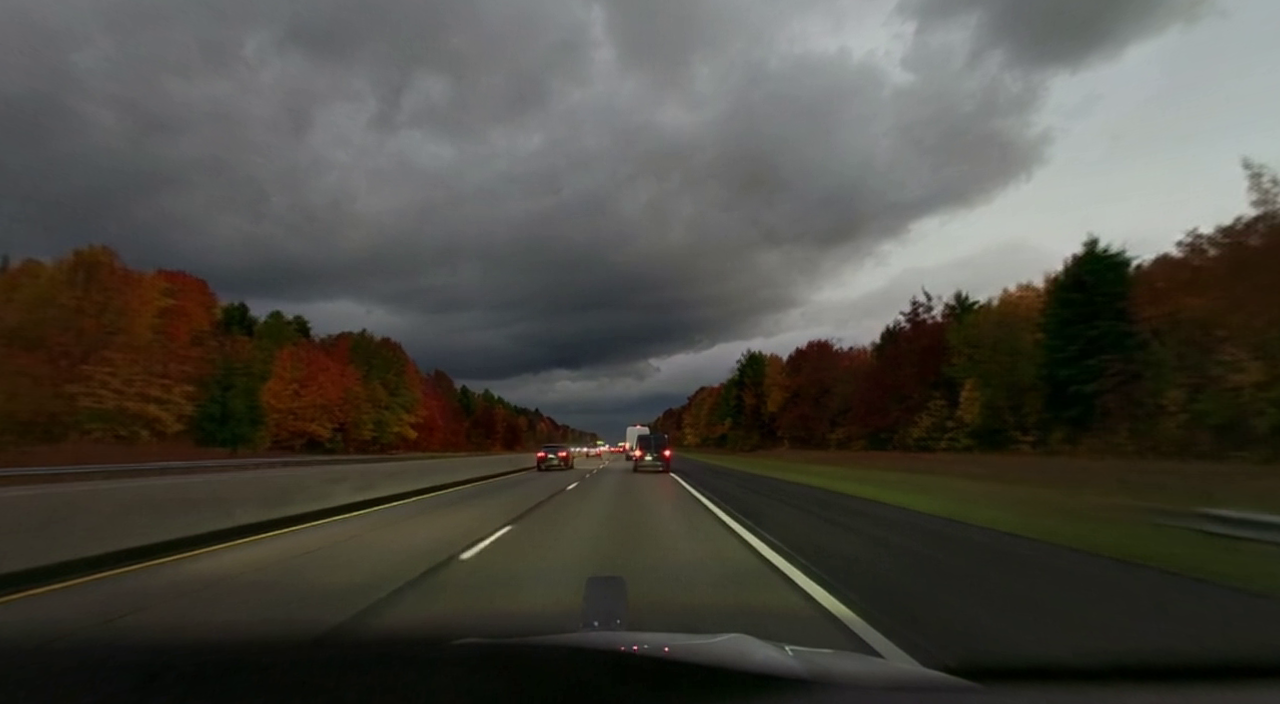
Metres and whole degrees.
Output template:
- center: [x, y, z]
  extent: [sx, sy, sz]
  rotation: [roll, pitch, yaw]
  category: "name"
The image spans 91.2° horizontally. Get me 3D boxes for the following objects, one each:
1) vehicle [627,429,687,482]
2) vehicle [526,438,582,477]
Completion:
- center: [0.588, 4.205, 25.586]
  extent: [2.179, 1.930, 4.538]
  rotation: [0, -9, -1]
  category: "vehicle"
- center: [-4.034, 5.040, 30.046]
  extent: [2.088, 1.688, 4.365]
  rotation: [0, -9, 0]
  category: "vehicle"
